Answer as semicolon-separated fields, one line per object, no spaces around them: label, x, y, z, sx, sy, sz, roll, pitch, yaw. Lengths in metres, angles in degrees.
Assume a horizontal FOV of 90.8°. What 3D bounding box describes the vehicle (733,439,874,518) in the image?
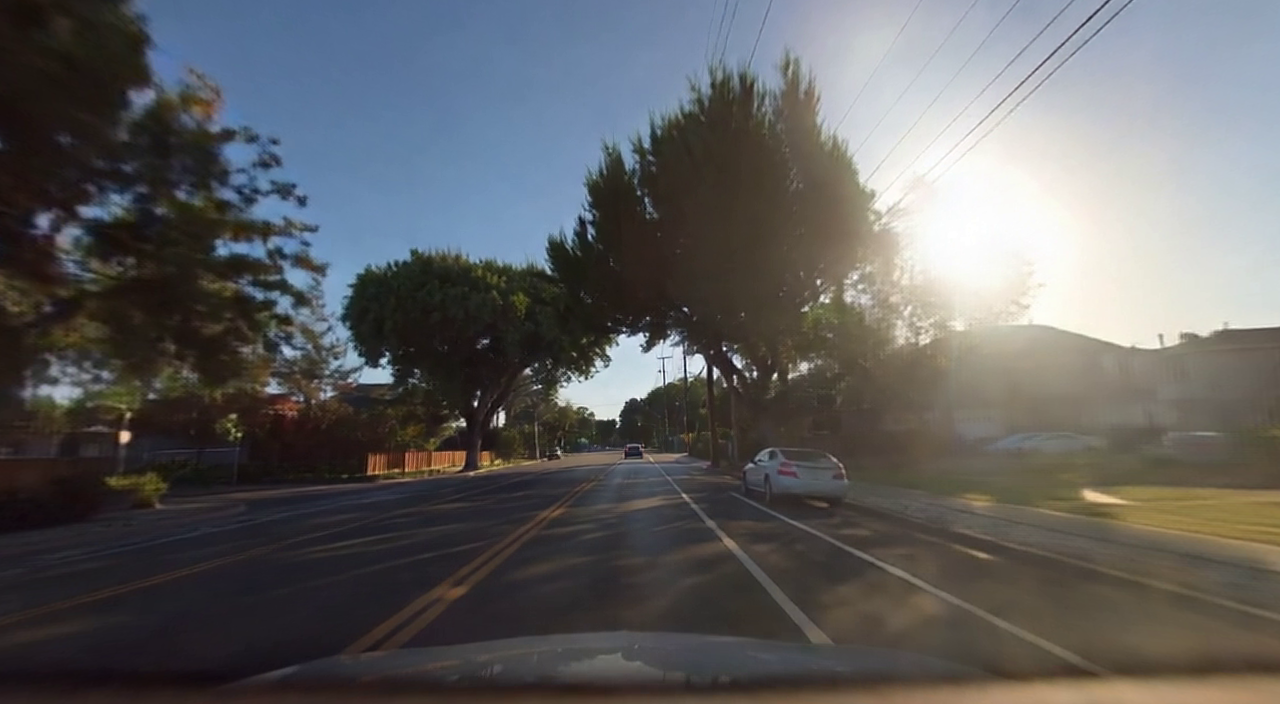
vehicle;3.957;3.117;16.188;2.124;1.524;4.698;6;-9;-2

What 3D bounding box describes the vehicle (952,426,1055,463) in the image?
vehicle;22.012;5.625;38.389;4.894;1.828;2.202;-3;-10;-8

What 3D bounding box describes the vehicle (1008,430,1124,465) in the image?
vehicle;21.241;4.778;31.563;4.536;1.654;1.931;1;-9;-7
